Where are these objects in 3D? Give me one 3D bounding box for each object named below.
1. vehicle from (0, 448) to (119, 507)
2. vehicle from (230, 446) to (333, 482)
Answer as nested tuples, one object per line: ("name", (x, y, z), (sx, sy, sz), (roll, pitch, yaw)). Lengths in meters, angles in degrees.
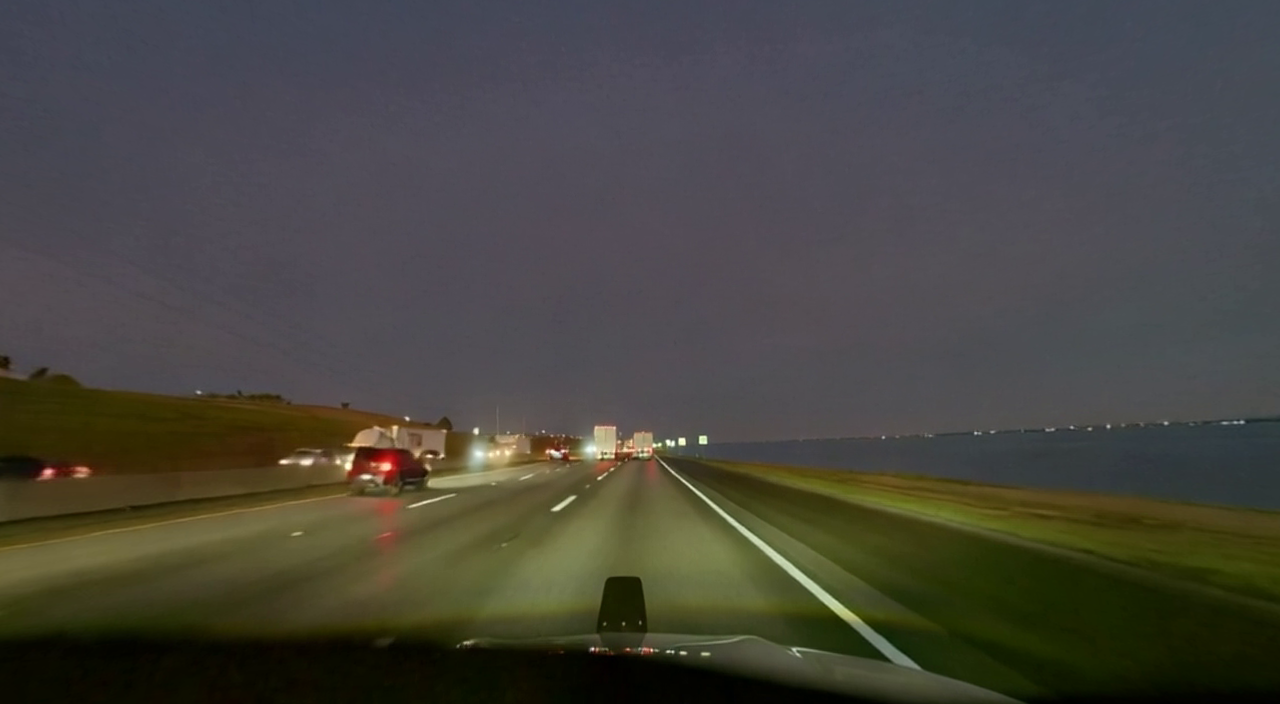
("vehicle", (-21.281, 4.253, 21.762), (2.518, 1.848, 4.807), (-1, -9, -1))
("vehicle", (-16.990, 5.311, 30.228), (2.008, 1.534, 4.910), (-1, -9, 1))
